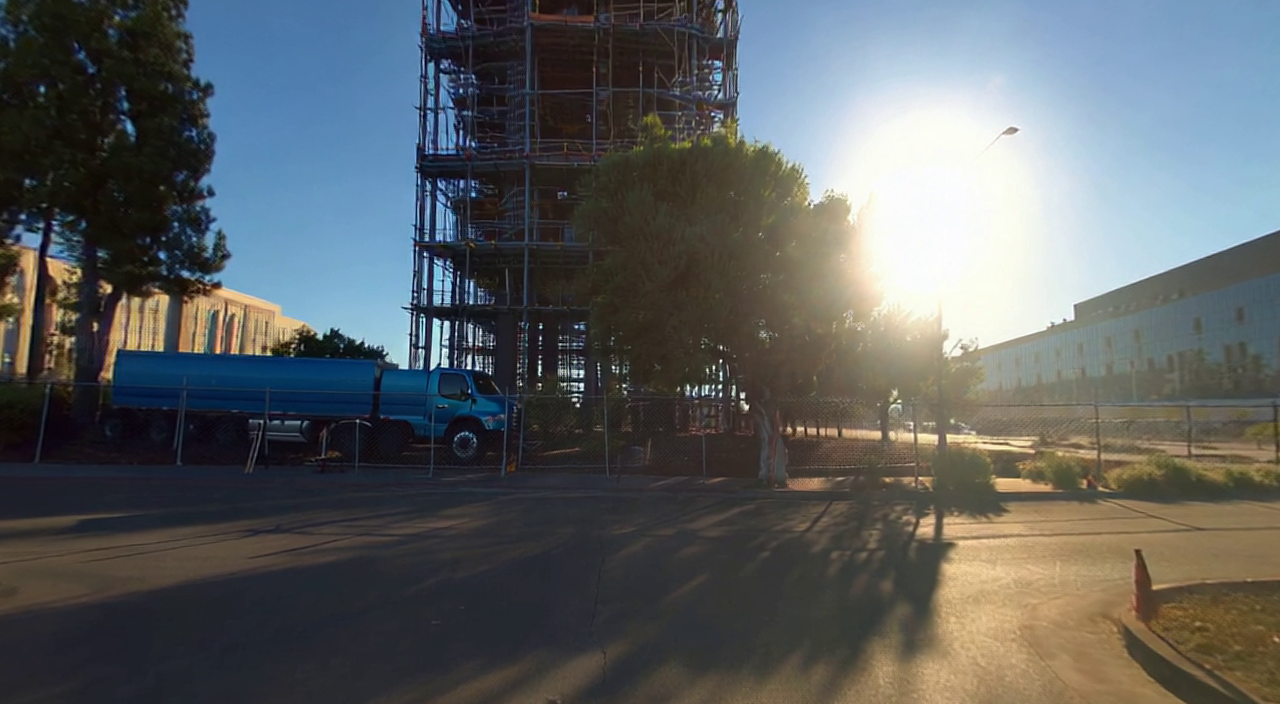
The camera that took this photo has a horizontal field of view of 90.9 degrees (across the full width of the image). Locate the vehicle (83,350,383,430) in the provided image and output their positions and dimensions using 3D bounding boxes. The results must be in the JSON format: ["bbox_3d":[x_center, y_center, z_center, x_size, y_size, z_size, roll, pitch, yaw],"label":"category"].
[{"bbox_3d":[-22.741,2.396,36.467,14.067,4.099,2.832,3,-8,-15],"label":"vehicle"}]
